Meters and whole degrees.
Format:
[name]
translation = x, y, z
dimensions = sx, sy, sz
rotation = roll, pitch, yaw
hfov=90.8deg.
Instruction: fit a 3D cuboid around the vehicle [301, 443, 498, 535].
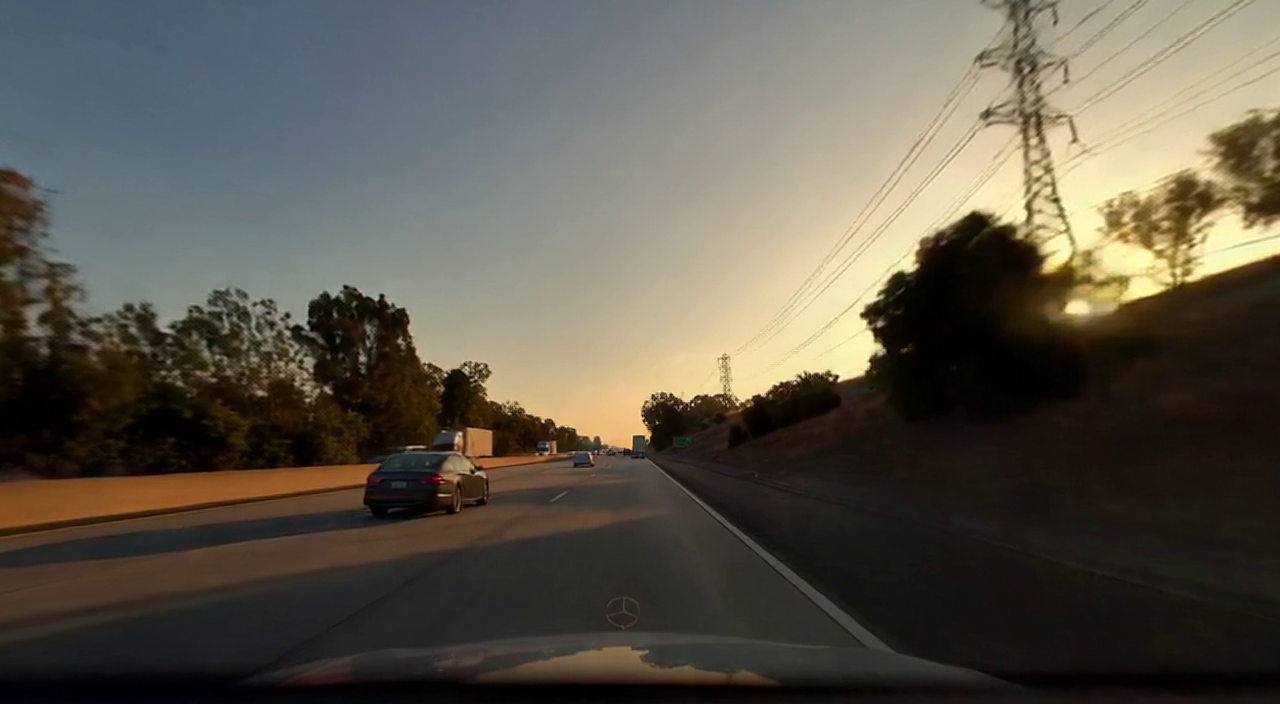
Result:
[vehicle]
translation = -4.365, 2.555, 12.384
dimensions = 2.106, 1.445, 4.404
rotation = 0, -9, 1
